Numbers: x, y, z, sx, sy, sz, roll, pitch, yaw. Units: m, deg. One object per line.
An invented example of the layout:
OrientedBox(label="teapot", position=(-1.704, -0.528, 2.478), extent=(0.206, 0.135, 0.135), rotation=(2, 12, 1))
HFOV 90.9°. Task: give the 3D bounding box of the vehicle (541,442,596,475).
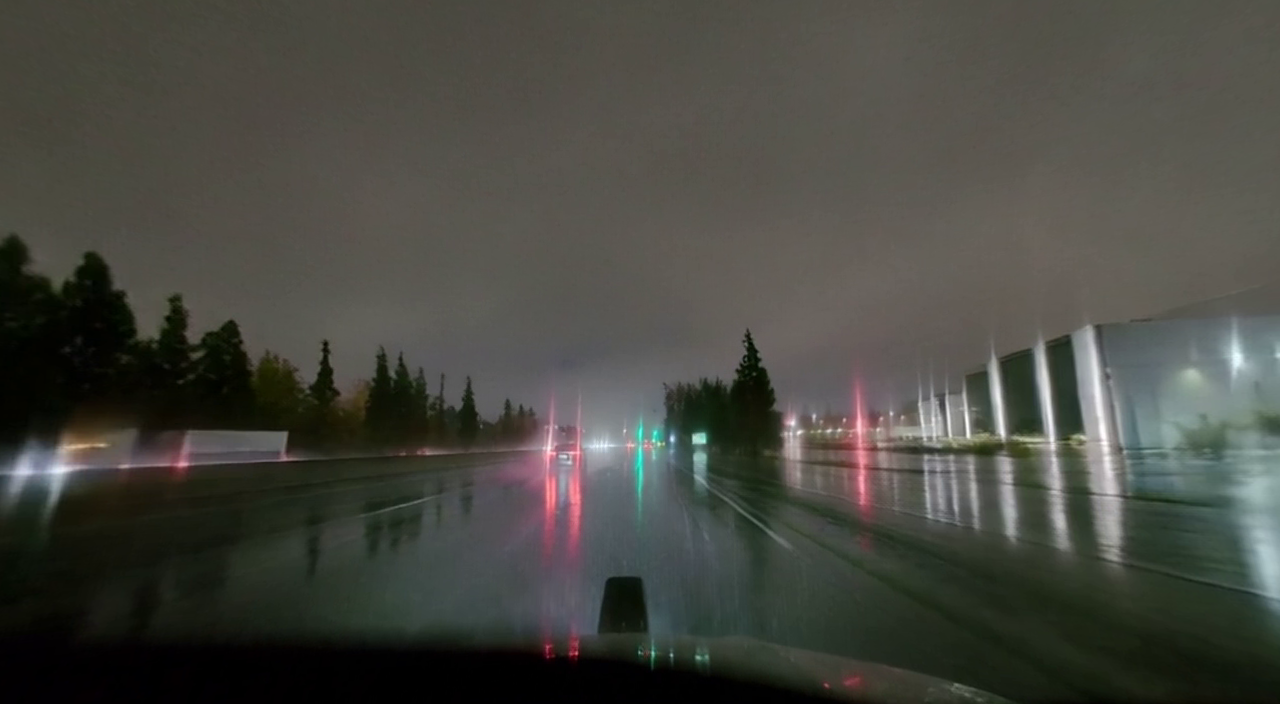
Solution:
OrientedBox(label="vehicle", position=(-3.388, 5.163, 30.793), extent=(2.128, 1.450, 4.078), rotation=(0, -8, 1))

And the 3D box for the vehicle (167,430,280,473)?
OrientedBox(label="vehicle", position=(-31.718, 7.654, 48.639), extent=(2.802, 2.979, 8.523), rotation=(0, -8, 1))

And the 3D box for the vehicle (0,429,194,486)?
OrientedBox(label="vehicle", position=(-31.752, 6.199, 37.690), extent=(2.984, 2.941, 9.677), rotation=(0, -8, 1))
